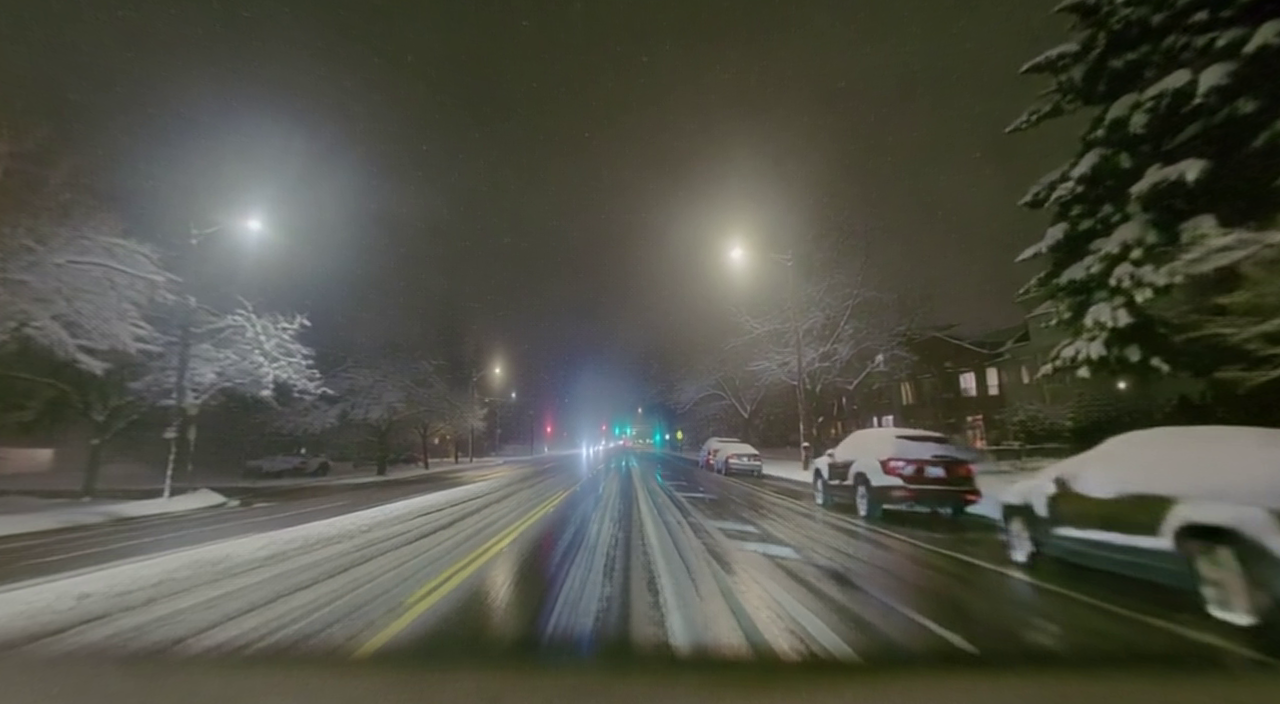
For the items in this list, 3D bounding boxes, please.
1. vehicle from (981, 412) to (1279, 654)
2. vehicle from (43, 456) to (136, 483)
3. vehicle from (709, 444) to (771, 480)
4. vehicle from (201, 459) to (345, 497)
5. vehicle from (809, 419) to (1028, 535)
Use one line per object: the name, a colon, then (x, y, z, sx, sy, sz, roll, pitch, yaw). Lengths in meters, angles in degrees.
vehicle: (4.955, 1.342, 5.290, 1.837, 1.532, 3.886, 0, -8, -3)
vehicle: (-37.363, 7.963, 43.021, 4.414, 1.651, 1.912, 5, -10, -31)
vehicle: (4.298, 4.778, 27.848, 1.935, 1.433, 4.241, 0, -8, -2)
vehicle: (-15.560, 5.357, 27.021, 4.826, 1.491, 2.086, 1, -8, -4)
vehicle: (4.771, 2.190, 11.684, 2.028, 1.731, 4.241, 0, -8, -1)
